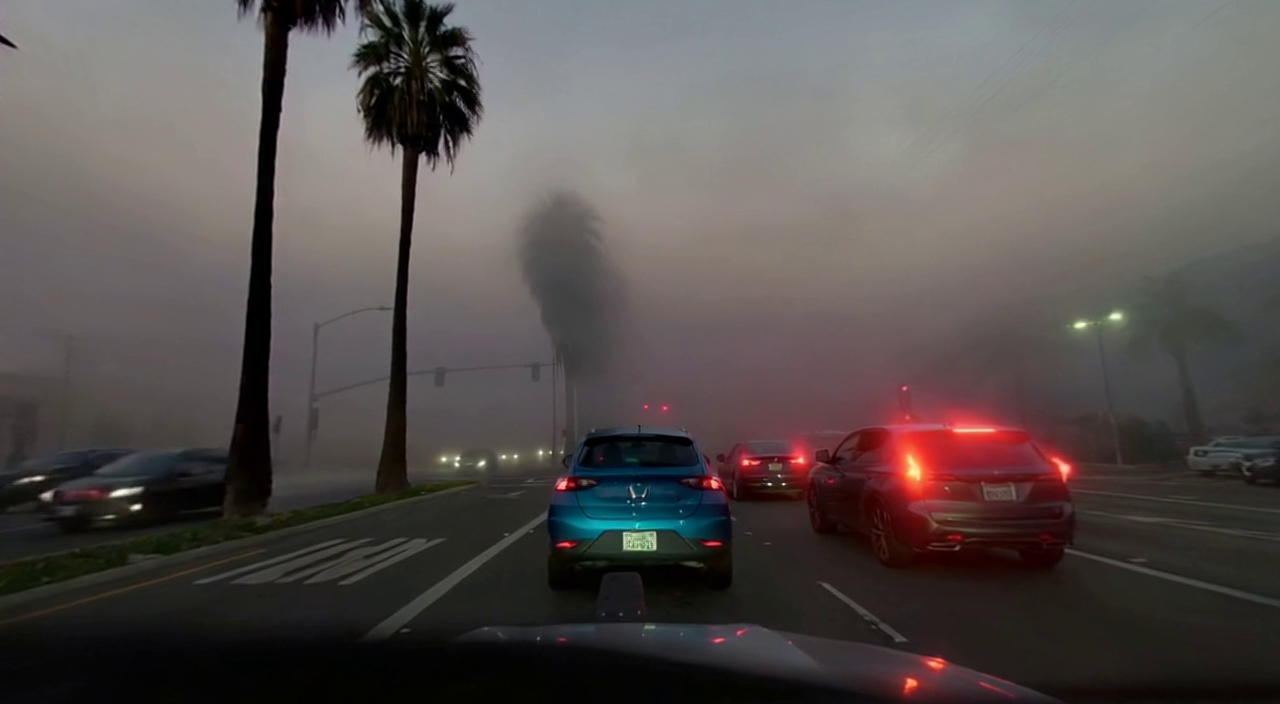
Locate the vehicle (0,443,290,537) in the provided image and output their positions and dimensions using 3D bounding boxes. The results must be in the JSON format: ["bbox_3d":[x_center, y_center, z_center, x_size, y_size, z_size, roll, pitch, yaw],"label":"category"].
[{"bbox_3d":[-9.165,2.517,12.225,2.168,1.462,4.505,0,-9,1],"label":"vehicle"}]

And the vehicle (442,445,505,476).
[{"bbox_3d":[-8.576,5.606,32.969,1.975,1.478,4.670,0,-9,0],"label":"vehicle"}]

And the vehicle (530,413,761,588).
[{"bbox_3d":[0.040,1.658,7.808,2.083,1.572,4.021,0,-9,0],"label":"vehicle"}]

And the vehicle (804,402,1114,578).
[{"bbox_3d":[3.704,1.683,8.396,1.947,1.725,4.159,0,-9,1],"label":"vehicle"}]

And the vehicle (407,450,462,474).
[{"bbox_3d":[-12.367,6.644,38.331,1.946,1.347,4.021,0,-9,1],"label":"vehicle"}]
